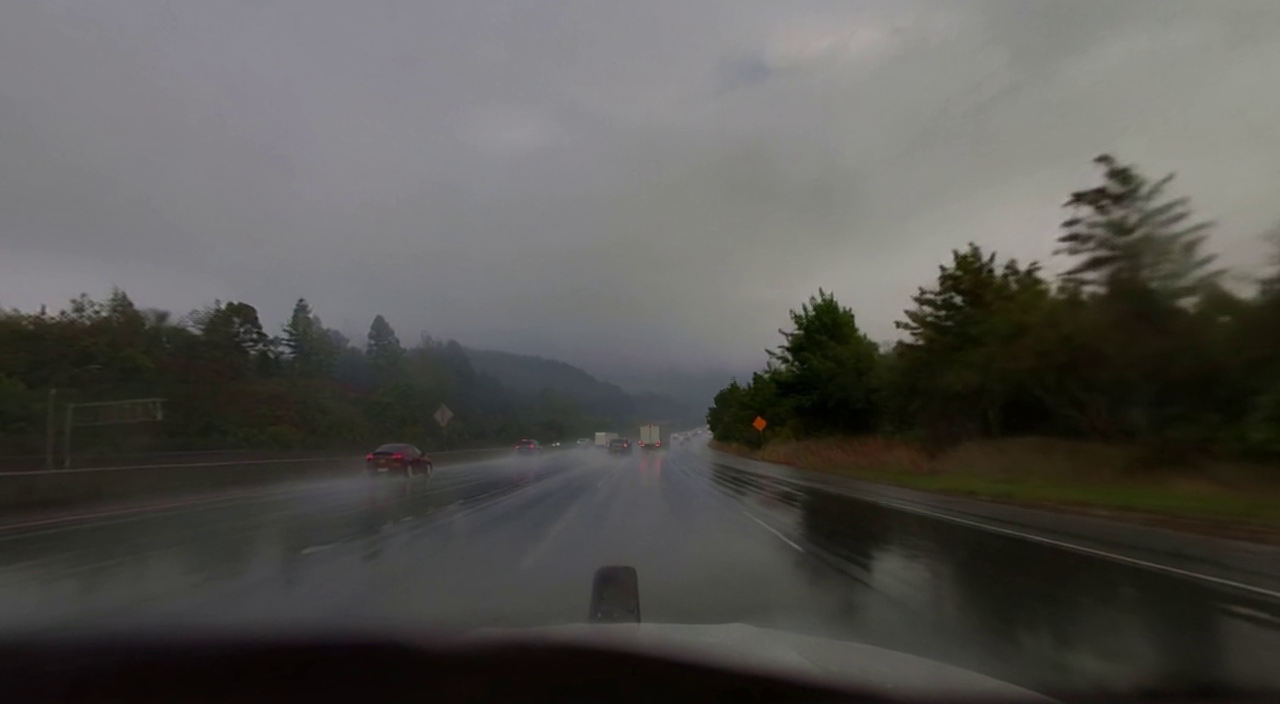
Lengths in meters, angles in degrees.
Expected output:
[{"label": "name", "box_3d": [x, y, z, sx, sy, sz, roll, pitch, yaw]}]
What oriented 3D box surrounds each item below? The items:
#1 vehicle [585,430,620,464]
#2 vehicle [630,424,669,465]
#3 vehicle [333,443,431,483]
[{"label": "vehicle", "box_3d": [-2.881, 7.500, 49.717, 2.328, 2.519, 5.238, 0, -9, 1]}, {"label": "vehicle", "box_3d": [0.764, 7.144, 48.945, 2.768, 2.854, 6.757, 1, -8, 1]}, {"label": "vehicle", "box_3d": [-10.255, 4.433, 25.590, 1.952, 1.457, 4.689, 0, -9, 1]}]
